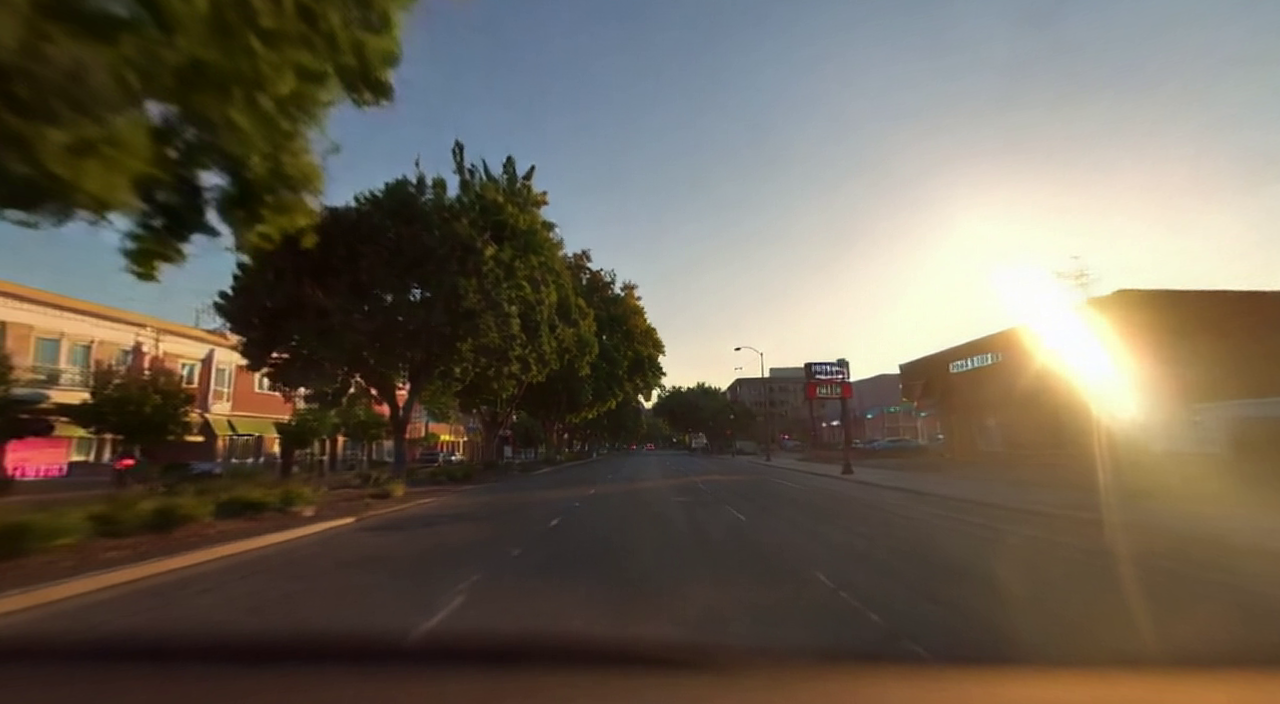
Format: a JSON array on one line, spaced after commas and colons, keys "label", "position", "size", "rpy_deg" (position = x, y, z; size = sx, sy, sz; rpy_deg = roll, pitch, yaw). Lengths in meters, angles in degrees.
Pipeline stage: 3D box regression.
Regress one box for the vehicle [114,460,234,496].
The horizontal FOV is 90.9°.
[{"label": "vehicle", "position": [-22.336, 6.029, 30.471], "size": [2.135, 1.467, 4.653], "rpy_deg": [-1, -9, 2]}]
